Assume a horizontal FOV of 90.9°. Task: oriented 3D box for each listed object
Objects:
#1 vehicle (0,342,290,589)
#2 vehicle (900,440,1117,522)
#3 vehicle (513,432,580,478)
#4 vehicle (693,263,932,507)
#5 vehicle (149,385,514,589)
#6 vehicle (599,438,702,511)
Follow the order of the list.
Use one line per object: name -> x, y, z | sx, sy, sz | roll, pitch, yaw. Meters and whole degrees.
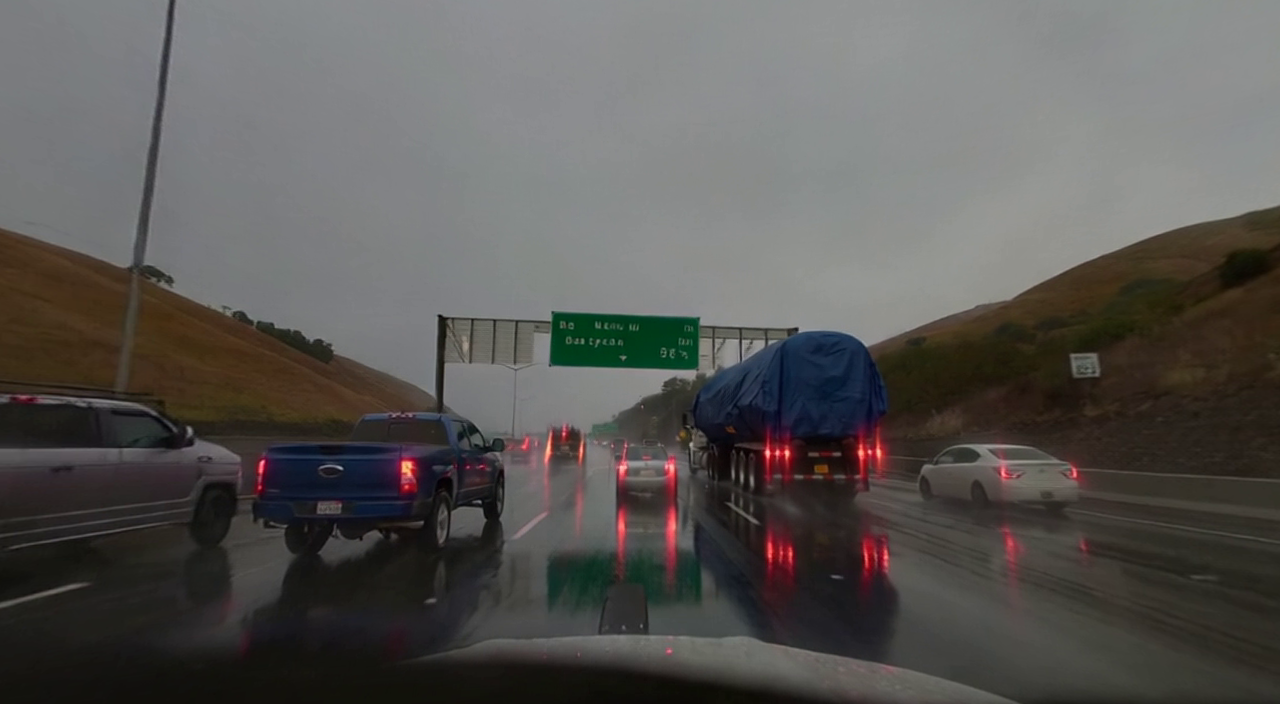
vehicle -> -7.607, 1.248, 7.173 | 3.150, 2.303, 7.133 | 0, -8, 0
vehicle -> 7.726, 2.705, 13.856 | 2.092, 1.495, 4.194 | 0, -8, -3
vehicle -> -3.973, 4.491, 27.791 | 2.348, 1.821, 5.061 | 0, -8, -2
vehicle -> 3.293, 1.297, 15.944 | 2.759, 4.098, 10.906 | 0, -8, -1
vehicle -> -3.427, 1.647, 8.668 | 2.318, 1.902, 5.374 | 0, -8, 0
vehicle -> 0.159, 2.797, 14.928 | 2.105, 1.471, 3.978 | 0, -8, -2
